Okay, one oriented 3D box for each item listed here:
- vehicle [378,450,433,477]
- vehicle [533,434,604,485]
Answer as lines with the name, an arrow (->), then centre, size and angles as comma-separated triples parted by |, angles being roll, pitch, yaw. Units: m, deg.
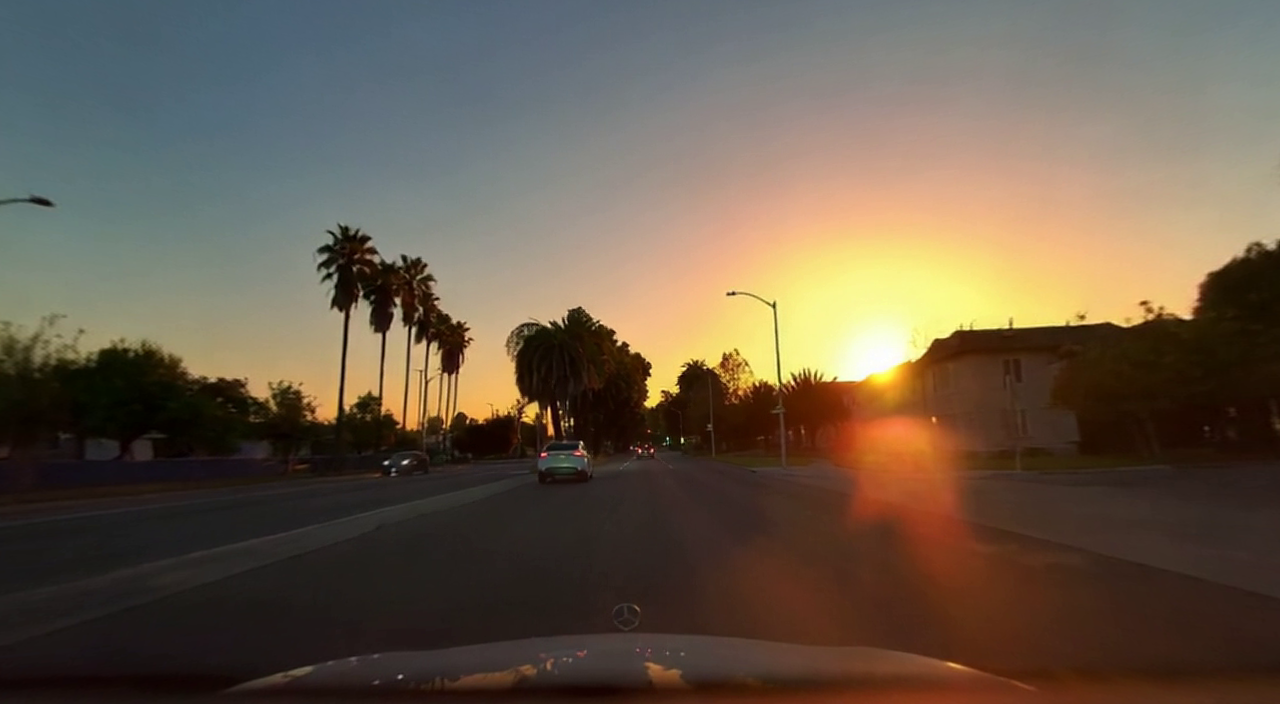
vehicle -> -17.352, 8.250, 46.887 | 2.105, 1.871, 4.969 | 0, -9, 1
vehicle -> -2.988, 4.682, 27.689 | 2.370, 1.968, 5.698 | 0, -9, 1
